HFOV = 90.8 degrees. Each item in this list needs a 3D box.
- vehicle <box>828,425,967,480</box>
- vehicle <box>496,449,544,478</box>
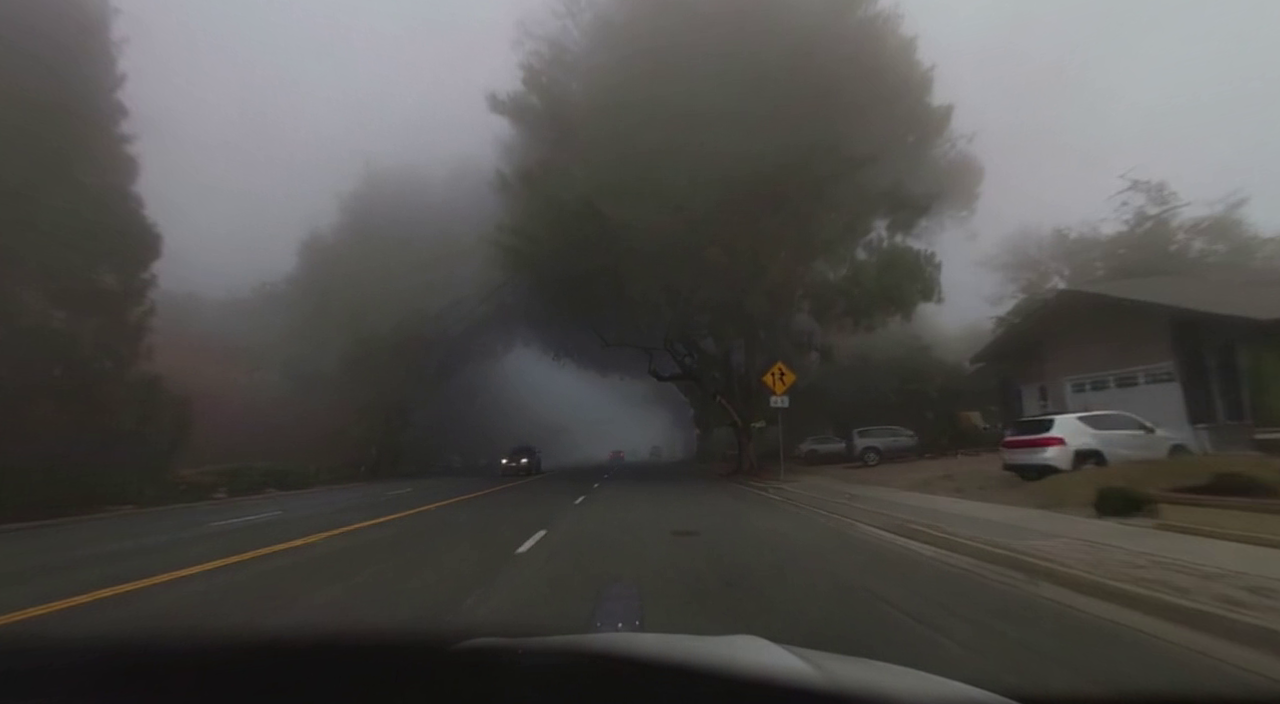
[{"bbox_3d":[10.519,4.175,26.138,4.583,1.853,2.260,-2,-14,-3],"label":"vehicle"},{"bbox_3d":[-7.220,6.726,38.495,1.951,1.613,4.654,0,-8,1],"label":"vehicle"}]
